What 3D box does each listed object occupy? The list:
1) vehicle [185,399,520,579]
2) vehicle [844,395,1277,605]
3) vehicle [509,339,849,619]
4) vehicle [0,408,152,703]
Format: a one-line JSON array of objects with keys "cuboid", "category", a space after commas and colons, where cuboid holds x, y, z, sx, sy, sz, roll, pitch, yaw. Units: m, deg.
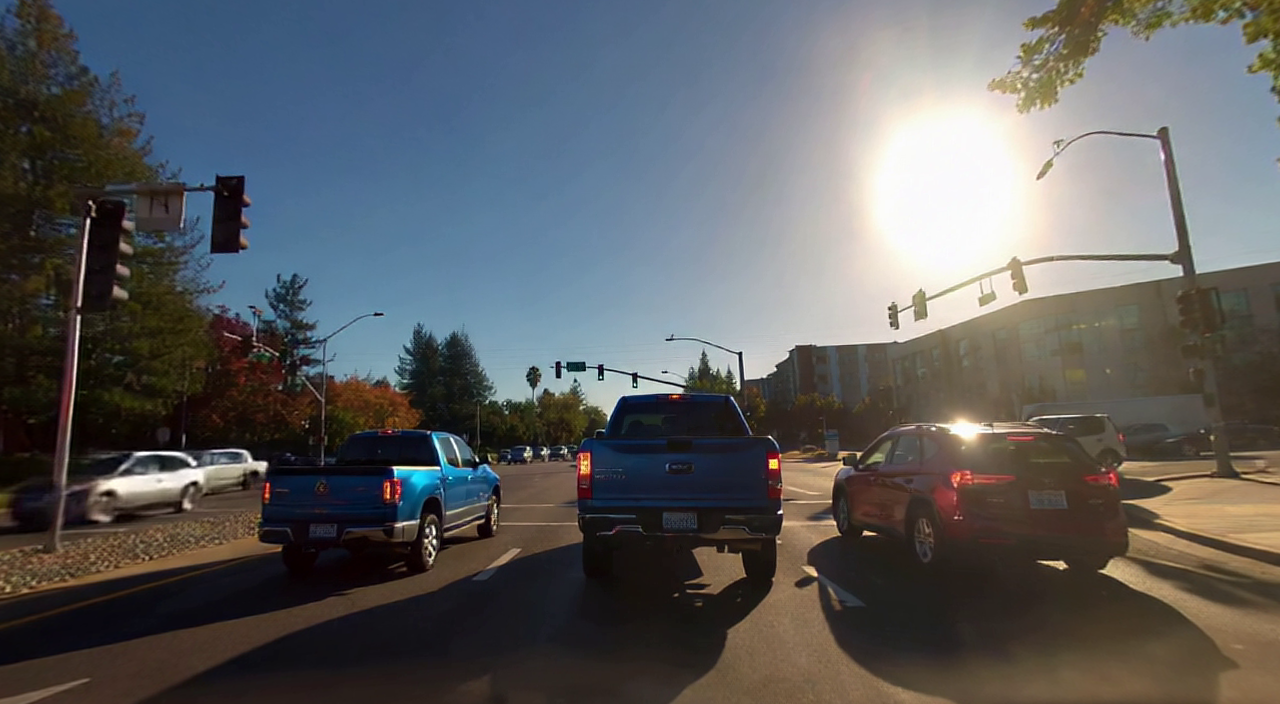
[{"cuboid": [-3.286, 1.685, 8.589, 2.125, 1.739, 4.707, 0, -8, 3], "category": "vehicle"}, {"cuboid": [4.040, 1.487, 7.188, 1.984, 1.659, 4.226, 0, -8, 0], "category": "vehicle"}, {"cuboid": [0.327, 1.281, 7.162, 2.505, 2.084, 4.768, 0, -8, 1], "category": "vehicle"}, {"cuboid": [-3.393, 0.708, 0.654, 1.998, 1.481, 4.656, 0, -8, 1], "category": "vehicle"}]
